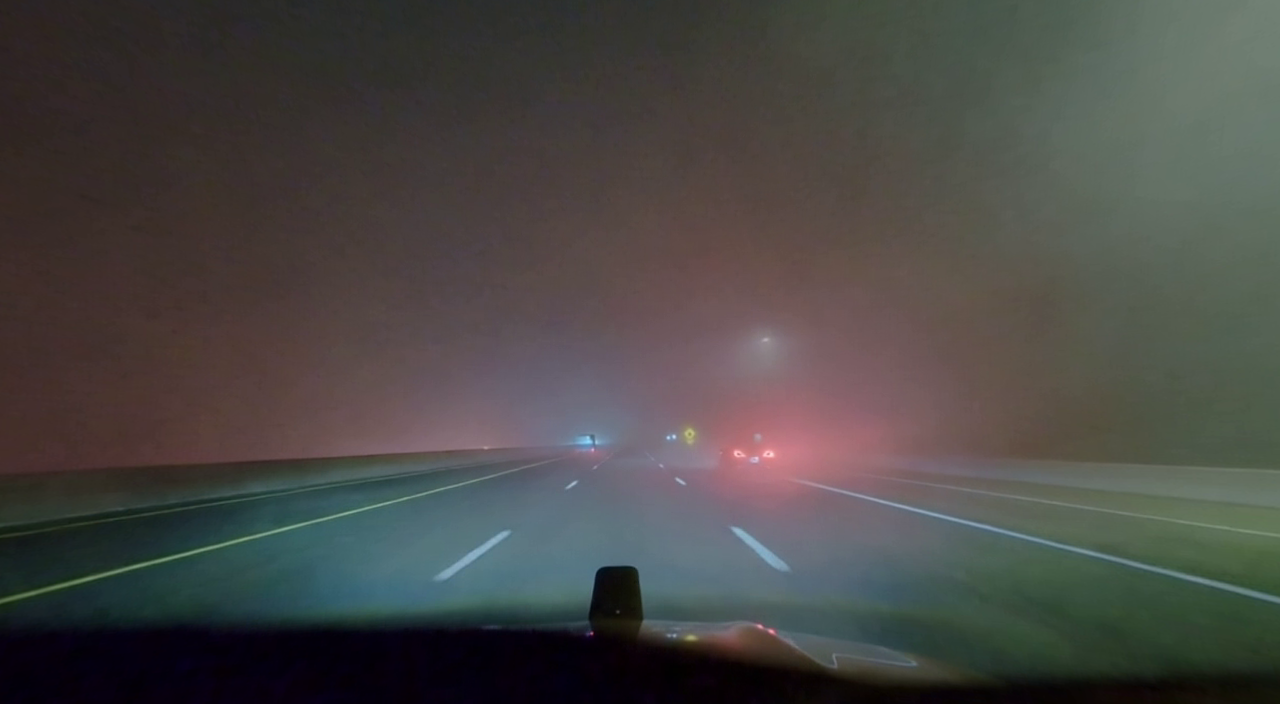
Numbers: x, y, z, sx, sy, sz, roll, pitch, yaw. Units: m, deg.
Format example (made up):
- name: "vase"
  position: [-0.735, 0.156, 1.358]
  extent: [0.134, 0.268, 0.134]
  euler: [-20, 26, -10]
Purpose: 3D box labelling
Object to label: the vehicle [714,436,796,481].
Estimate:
- name: "vehicle"
  position: [4.076, 3.867, 23.157]
  extent: [2.060, 1.485, 4.274]
  euler: [0, -9, -2]
